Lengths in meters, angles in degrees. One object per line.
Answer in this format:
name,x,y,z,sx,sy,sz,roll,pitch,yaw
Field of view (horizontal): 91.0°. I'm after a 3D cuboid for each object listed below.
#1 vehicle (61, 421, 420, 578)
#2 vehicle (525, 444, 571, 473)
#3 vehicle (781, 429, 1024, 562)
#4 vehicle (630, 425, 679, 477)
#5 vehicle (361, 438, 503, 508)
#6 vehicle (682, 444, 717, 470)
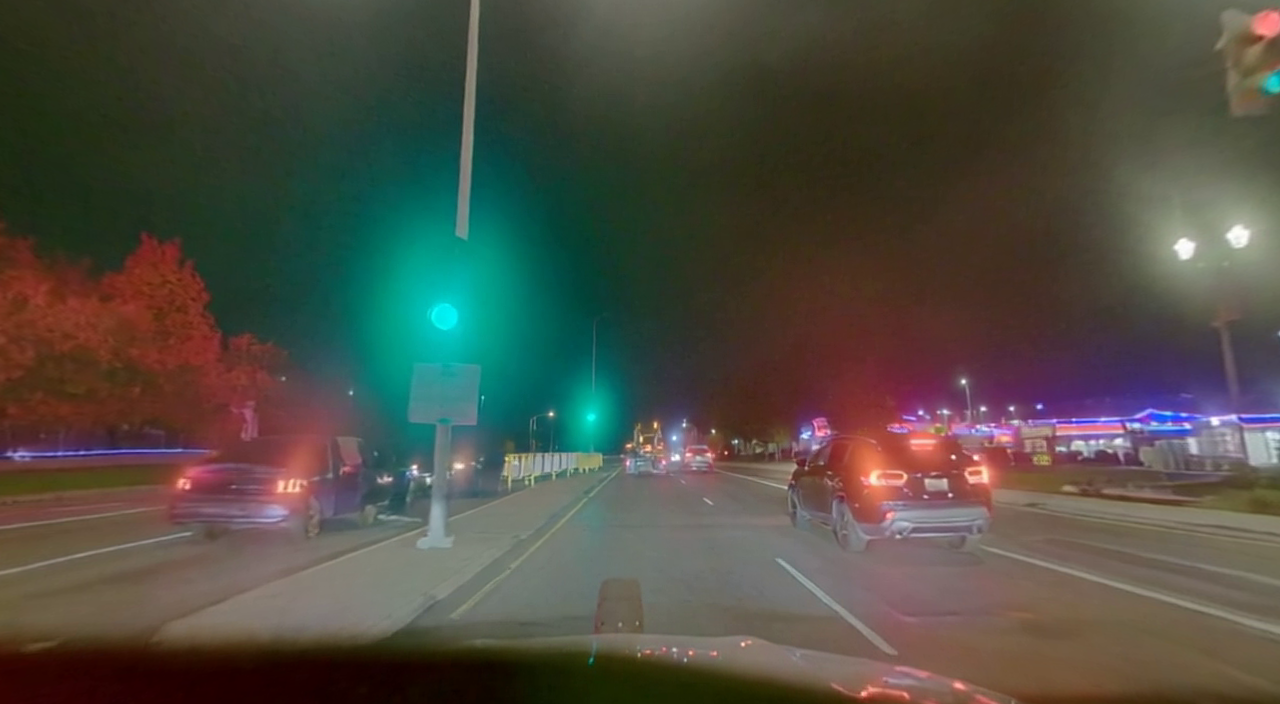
vehicle,-4.671,1.767,8.377,2.001,1.518,4.316,0,-9,-1
vehicle,-5.002,5.876,34.894,1.922,1.506,4.302,0,-9,-1
vehicle,3.666,2.057,9.749,2.025,1.618,3.949,0,-9,0
vehicle,0.750,5.660,36.525,2.566,2.705,6.350,-1,-7,0
vehicle,-4.895,2.905,15.621,1.958,1.473,4.540,0,-9,0
vehicle,4.236,7.564,45.609,2.025,1.754,4.311,0,-9,-1
